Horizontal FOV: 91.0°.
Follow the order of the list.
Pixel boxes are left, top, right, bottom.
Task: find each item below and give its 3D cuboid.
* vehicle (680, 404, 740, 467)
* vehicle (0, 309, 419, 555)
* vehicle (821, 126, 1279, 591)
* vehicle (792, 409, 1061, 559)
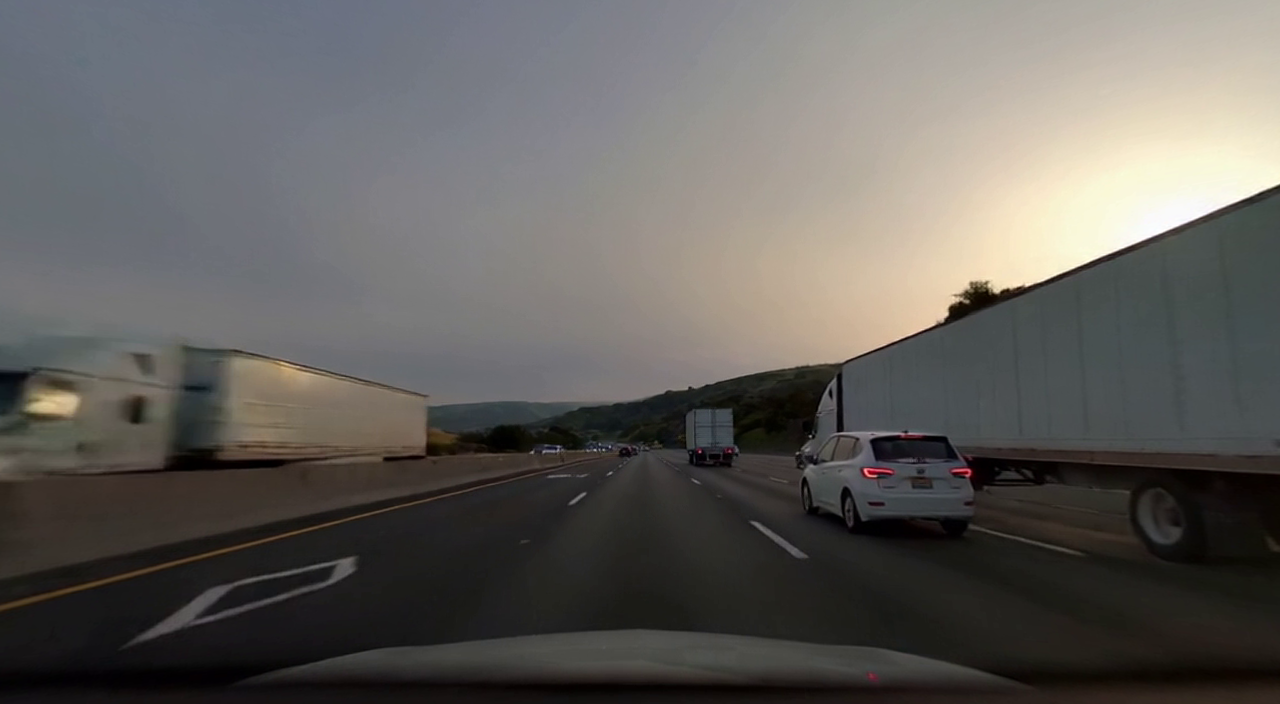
[{"bbox_3d":[4.736,6.075,45.071,3.049,3.968,10.706,0,-9,0],"label":"vehicle"},{"bbox_3d":[-9.210,2.010,14.855,3.049,3.230,13.174,0,-9,1],"label":"vehicle"},{"bbox_3d":[7.411,1.123,12.697,2.947,4.199,16.175,0,-9,1],"label":"vehicle"},{"bbox_3d":[3.858,1.863,9.520,2.055,1.737,4.224,0,-9,0],"label":"vehicle"}]
